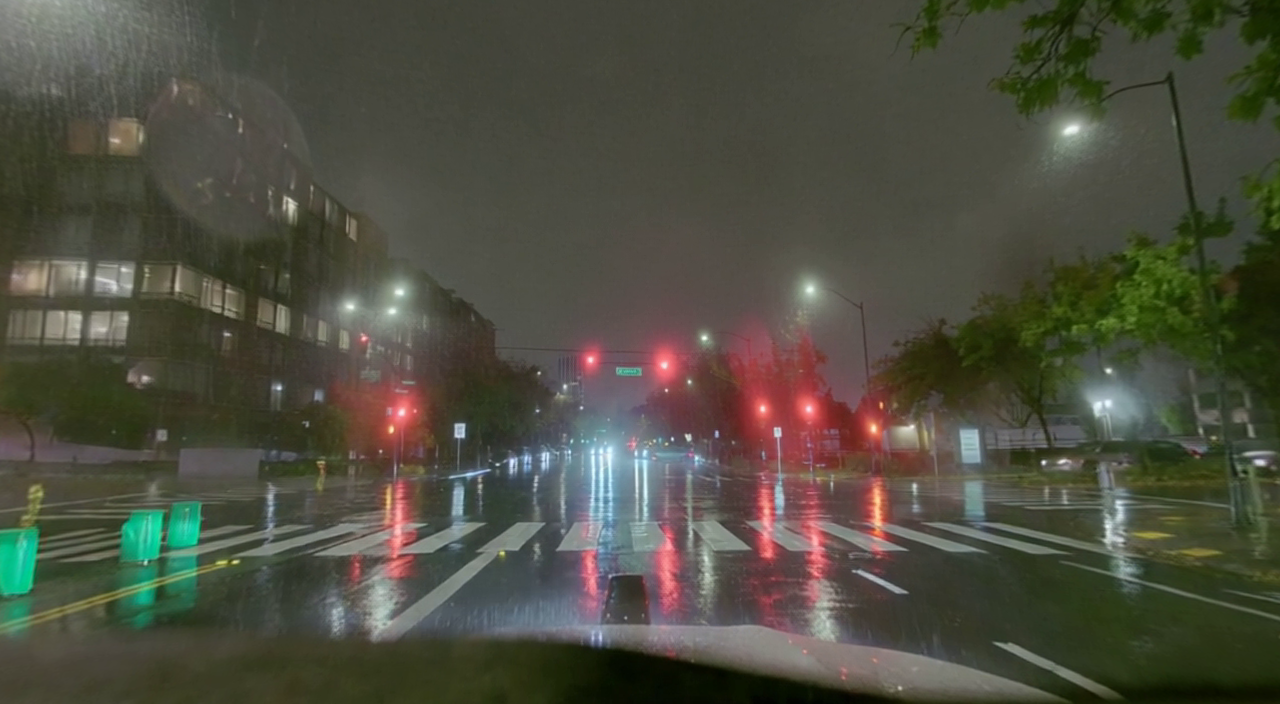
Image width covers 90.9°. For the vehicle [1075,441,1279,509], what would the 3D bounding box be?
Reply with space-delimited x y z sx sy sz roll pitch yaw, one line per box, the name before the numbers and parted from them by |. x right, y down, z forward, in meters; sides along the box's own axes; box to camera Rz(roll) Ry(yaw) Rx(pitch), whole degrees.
vehicle | 12.993 2.795 14.570 4.424 1.436 1.804 0 -8 5

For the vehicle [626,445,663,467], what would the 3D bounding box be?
vehicle | 0.291 7.672 46.767 1.972 1.522 4.368 1 -9 -10
